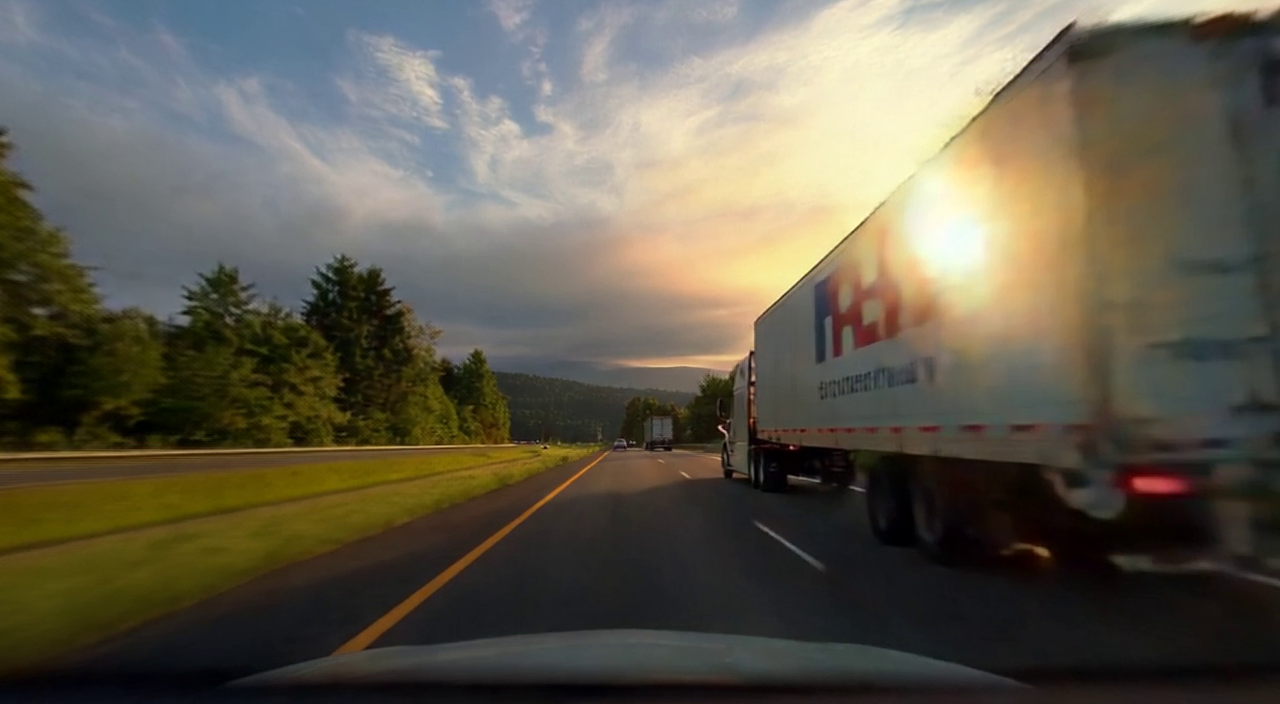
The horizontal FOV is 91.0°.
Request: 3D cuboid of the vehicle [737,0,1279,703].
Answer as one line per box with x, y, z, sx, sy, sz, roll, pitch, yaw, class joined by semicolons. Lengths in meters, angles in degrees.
4.220;0.588;9.811;2.871;4.072;14.183;0;-8;-1;vehicle
